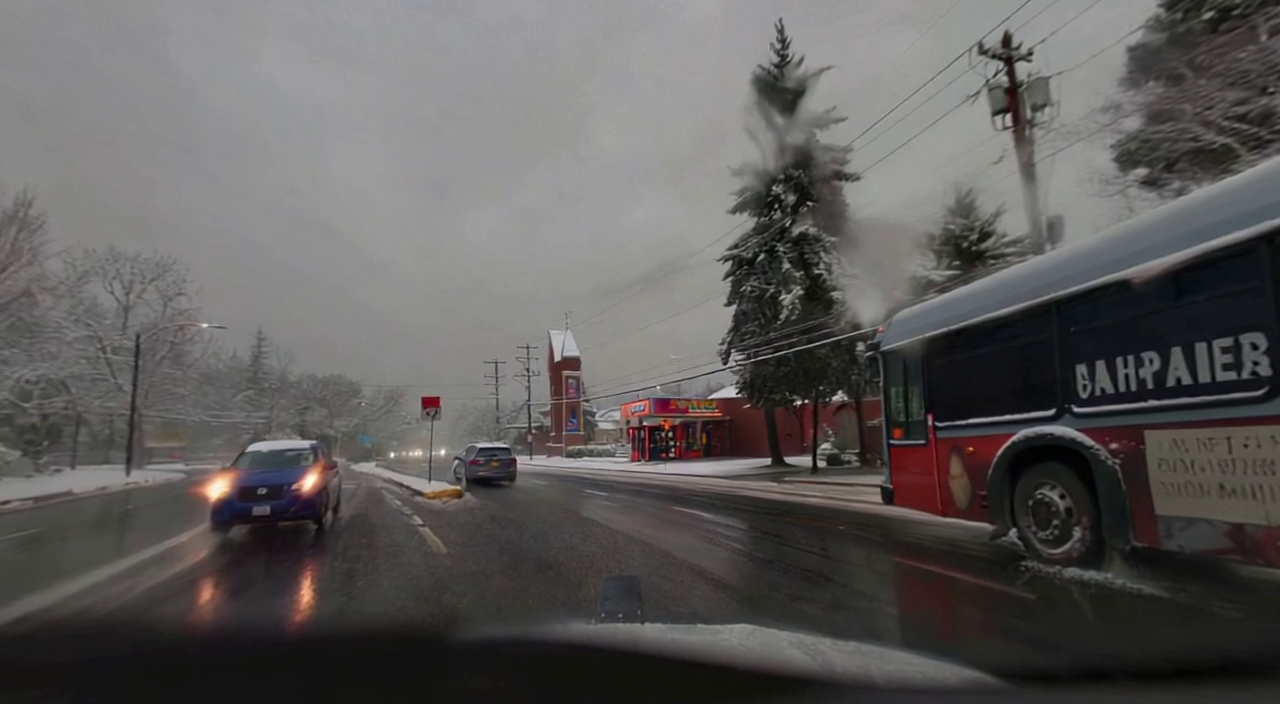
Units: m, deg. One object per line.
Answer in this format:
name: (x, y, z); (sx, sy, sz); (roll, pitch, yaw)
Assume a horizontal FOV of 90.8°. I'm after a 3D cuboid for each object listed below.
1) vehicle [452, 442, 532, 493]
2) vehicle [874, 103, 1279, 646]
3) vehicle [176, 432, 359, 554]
vehicle: (-5.455, 4.110, 22.858); (2.032, 1.621, 4.082); (3, -9, -24)
vehicle: (5.567, 0.020, 3.242); (3.028, 3.353, 12.630); (0, -9, -5)
vehicle: (-6.068, 2.243, 10.870); (2.060, 1.624, 4.179); (3, -9, -22)
